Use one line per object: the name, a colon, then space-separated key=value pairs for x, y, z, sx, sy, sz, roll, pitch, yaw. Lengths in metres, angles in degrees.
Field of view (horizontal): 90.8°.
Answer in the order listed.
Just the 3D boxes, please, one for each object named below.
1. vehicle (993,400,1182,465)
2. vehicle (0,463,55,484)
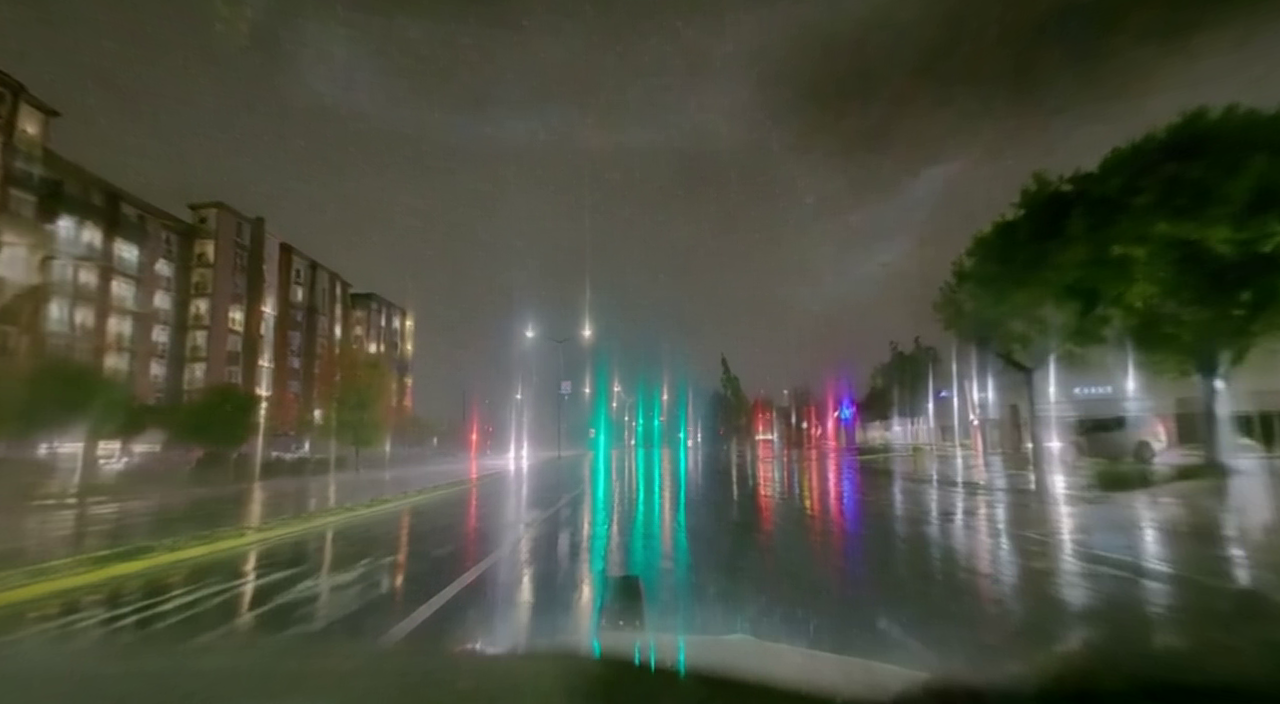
vehicle: x=19.651 y=3.579 z=28.005 sx=6.543 sy=2.736 sz=2.324 roll=0 pitch=-9 yaw=-2
vehicle: x=-44.412 y=8.615 z=44.932 sx=3.890 sy=1.403 sz=1.694 roll=0 pitch=-9 yaw=2
